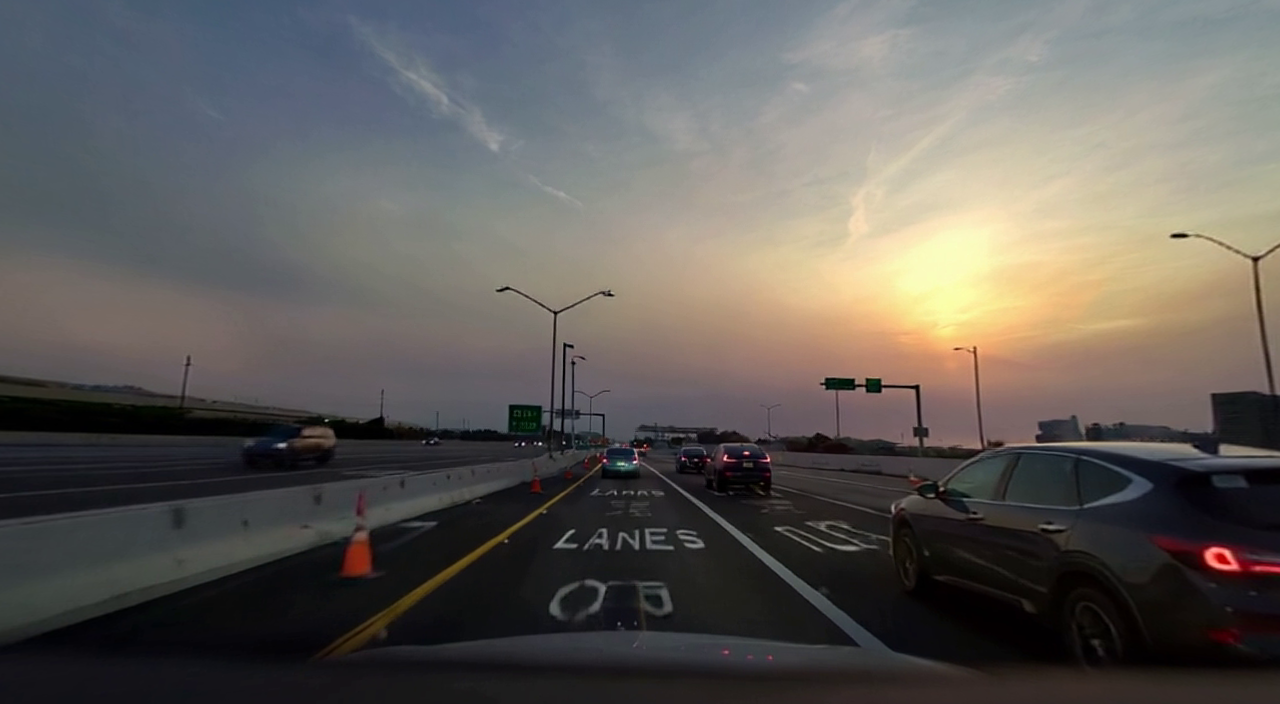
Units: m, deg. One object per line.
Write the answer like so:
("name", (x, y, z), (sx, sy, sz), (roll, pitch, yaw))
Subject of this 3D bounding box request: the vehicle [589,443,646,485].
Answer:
("vehicle", (-0.826, 4.336, 24.764), (2.069, 1.470, 4.004), (0, -9, -1))

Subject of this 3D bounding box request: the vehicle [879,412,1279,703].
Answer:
("vehicle", (3.200, 1.146, 3.531), (1.996, 1.455, 4.281), (0, -9, -1))

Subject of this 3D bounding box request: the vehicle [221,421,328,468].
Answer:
("vehicle", (-16.489, 4.230, 28.839), (2.113, 1.925, 4.606), (0, -9, -1))

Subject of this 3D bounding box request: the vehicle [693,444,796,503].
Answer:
("vehicle", (2.805, 3.375, 18.117), (2.042, 1.460, 4.451), (0, -9, -2))
